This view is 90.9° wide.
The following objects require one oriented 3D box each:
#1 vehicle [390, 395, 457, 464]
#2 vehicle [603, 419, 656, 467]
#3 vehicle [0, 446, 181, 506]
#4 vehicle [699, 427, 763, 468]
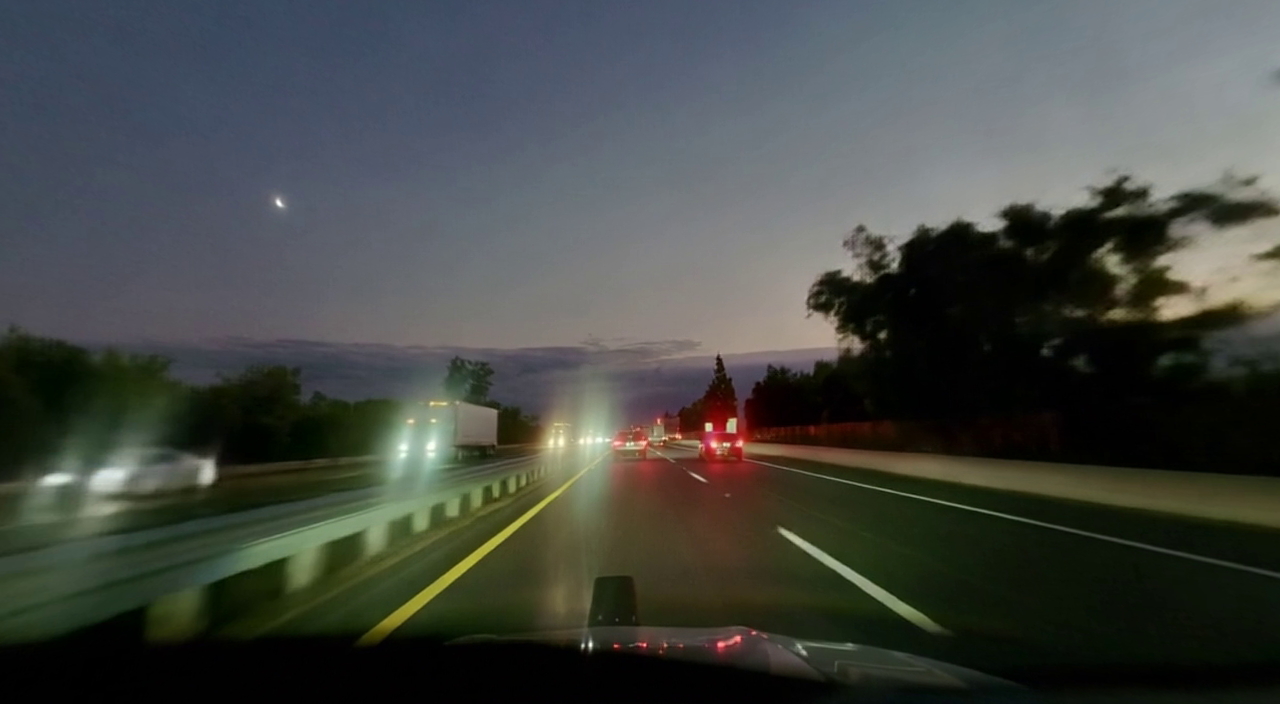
[{"bbox_3d":[-13.709,4.949,40.154,3.011,4.191,3.431,0,-8,-1],"label":"vehicle"},{"bbox_3d":[-0.532,4.232,29.498,2.270,2.044,4.633,0,-8,-2],"label":"vehicle"},{"bbox_3d":[-16.453,3.675,19.199,1.859,1.540,4.165,0,-8,-2],"label":"vehicle"},{"bbox_3d":[3.766,4.032,26.781,1.981,1.606,3.956,0,-8,-2],"label":"vehicle"}]
